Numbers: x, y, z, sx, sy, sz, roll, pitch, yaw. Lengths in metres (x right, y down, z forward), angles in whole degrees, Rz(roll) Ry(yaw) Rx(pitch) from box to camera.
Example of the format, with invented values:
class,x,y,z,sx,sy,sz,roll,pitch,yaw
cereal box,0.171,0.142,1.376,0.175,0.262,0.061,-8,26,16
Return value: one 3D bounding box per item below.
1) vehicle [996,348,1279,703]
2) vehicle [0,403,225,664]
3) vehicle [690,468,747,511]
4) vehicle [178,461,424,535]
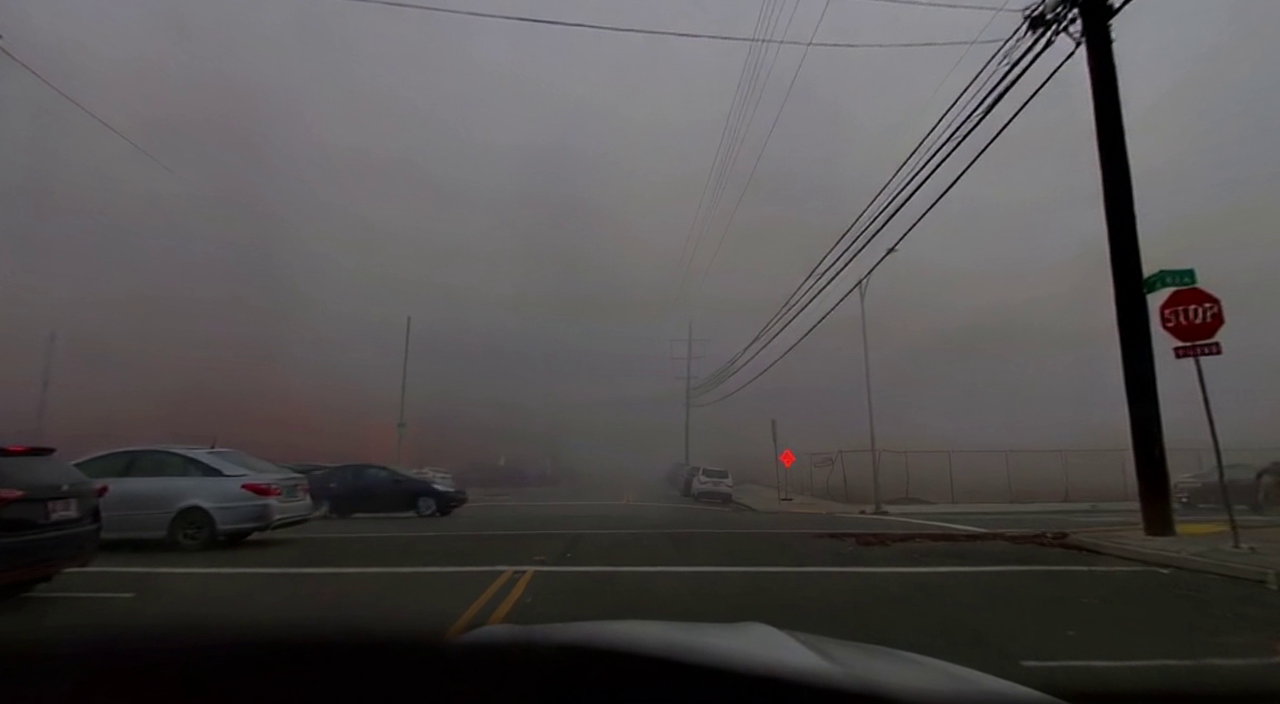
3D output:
class,x,y,z,sx,sy,sz,roll,pitch,yaw
vehicle,4.483,0.964,2.945,4.416,1.750,2.011,0,-9,-4
vehicle,-6.616,1.166,4.987,5.025,1.648,2.055,5,-12,-2
vehicle,3.786,6.674,31.068,2.007,1.804,4.136,0,-9,-4
vehicle,-7.608,3.298,14.585,4.549,1.497,1.887,0,-8,-3
